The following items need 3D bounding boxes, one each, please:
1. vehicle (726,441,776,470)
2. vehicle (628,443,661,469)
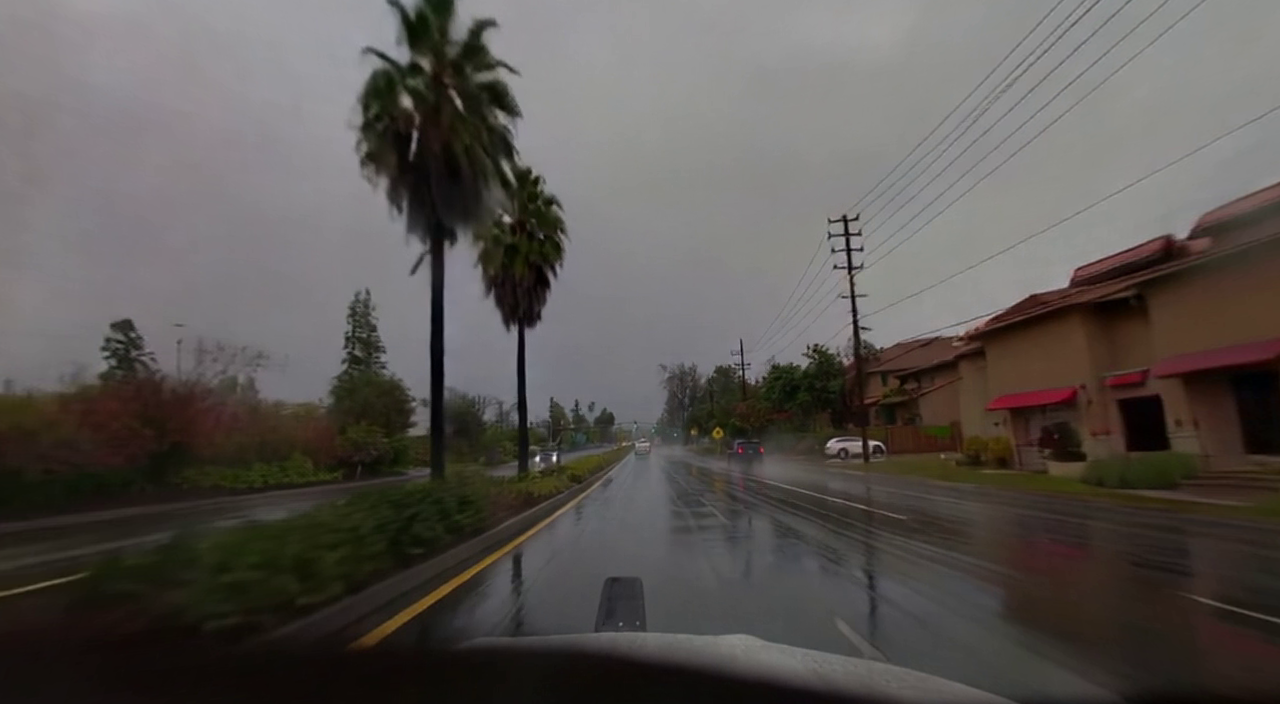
[{"bbox_3d":[6.812,6.409,39.138,2.252,1.718,4.617,0,-9,0],"label":"vehicle"},{"bbox_3d":[0.296,7.087,43.100,2.138,1.702,4.168,0,-9,1],"label":"vehicle"}]
